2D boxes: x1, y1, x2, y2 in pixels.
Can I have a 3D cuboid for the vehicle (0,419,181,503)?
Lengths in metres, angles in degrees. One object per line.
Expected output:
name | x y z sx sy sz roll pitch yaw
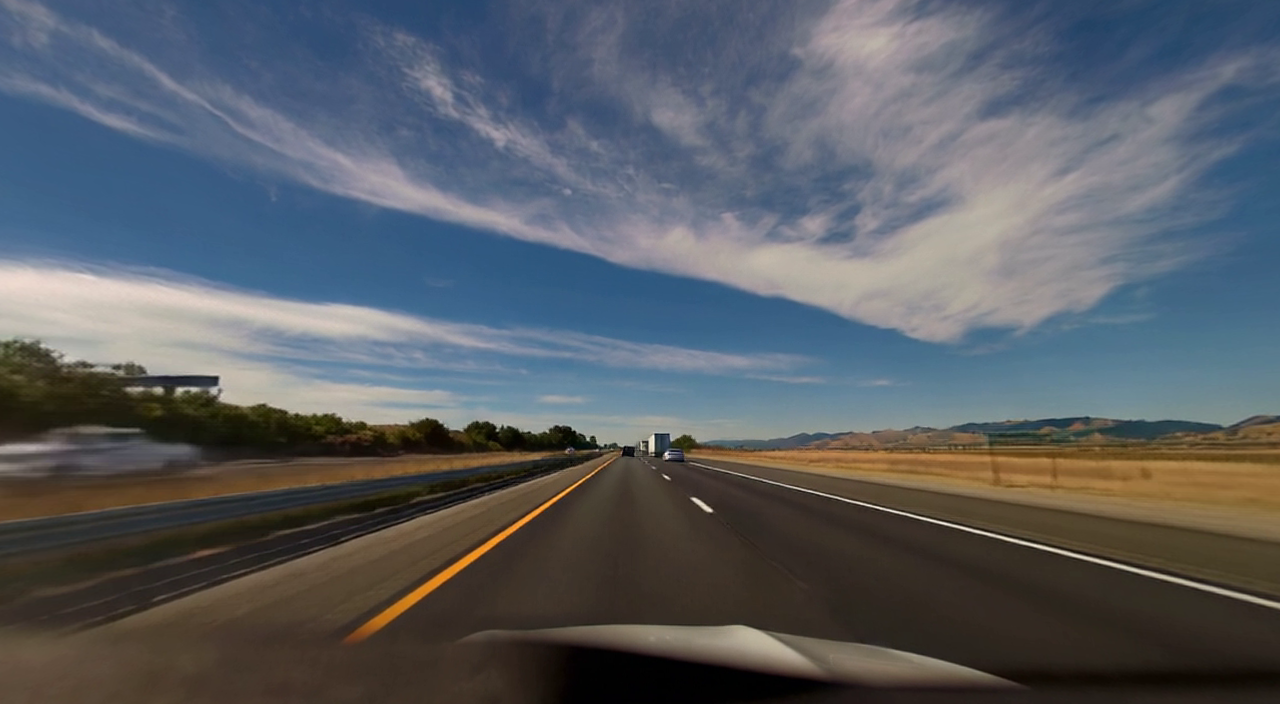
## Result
vehicle | -13.514 2.543 14.947 2.013 1.690 4.217 0 -9 -1
